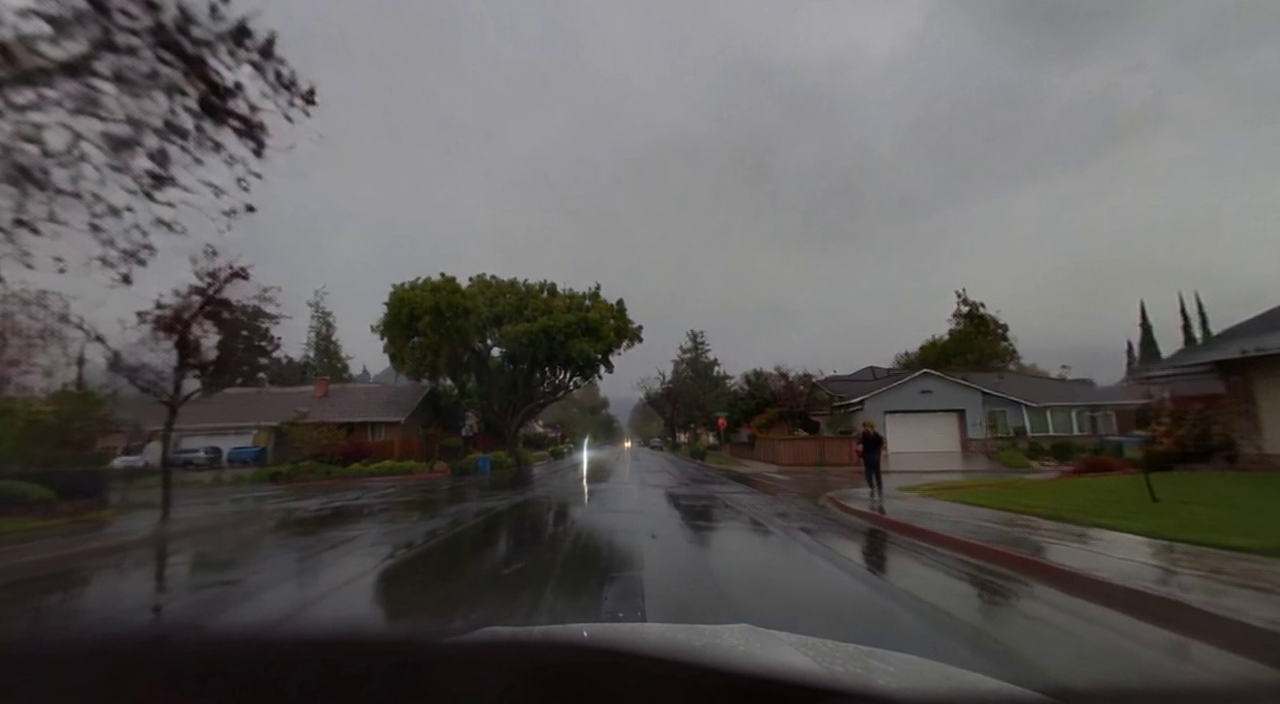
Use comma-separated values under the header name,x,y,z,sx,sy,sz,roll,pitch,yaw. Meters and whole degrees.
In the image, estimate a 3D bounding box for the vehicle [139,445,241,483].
name,x,y,z,sx,sy,sz,roll,pitch,yaw
vehicle,-24.990,6.215,35.348,2.004,1.856,4.934,-4,-9,2
